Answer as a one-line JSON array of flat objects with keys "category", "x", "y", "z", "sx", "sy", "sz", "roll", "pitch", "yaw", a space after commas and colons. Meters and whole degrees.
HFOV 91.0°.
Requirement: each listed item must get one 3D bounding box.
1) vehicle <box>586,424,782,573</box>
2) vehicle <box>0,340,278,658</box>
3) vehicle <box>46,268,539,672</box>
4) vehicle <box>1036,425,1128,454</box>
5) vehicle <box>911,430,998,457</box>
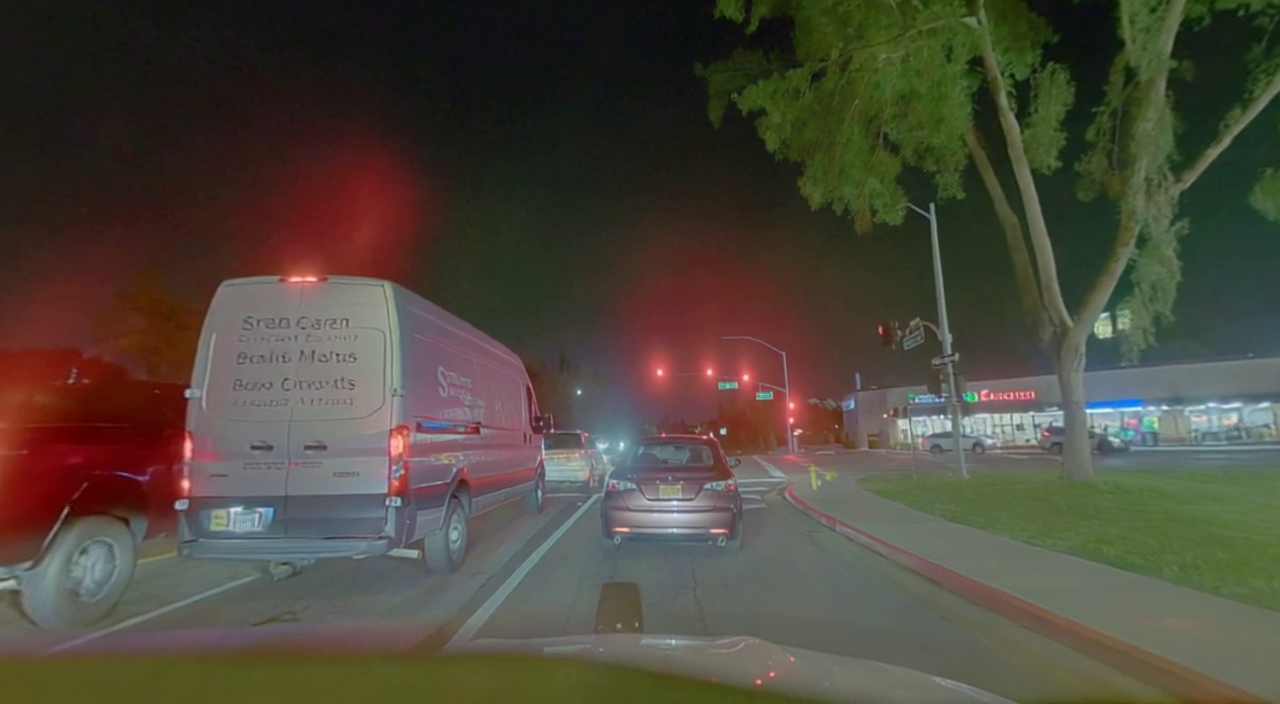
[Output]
[{"category": "vehicle", "x": 0.773, "y": 2.105, "z": 9.929, "sx": 2.398, "sy": 1.773, "sz": 4.254, "roll": -1, "pitch": -8, "yaw": 7}, {"category": "vehicle", "x": -5.925, "y": 1.217, "z": 5.518, "sx": 2.352, "sy": 2.333, "sz": 5.197, "roll": 0, "pitch": -8, "yaw": 0}, {"category": "vehicle", "x": -3.040, "y": 1.249, "z": 7.643, "sx": 2.555, "sy": 3.035, "sz": 5.702, "roll": 0, "pitch": -8, "yaw": 1}, {"category": "vehicle", "x": 32.007, "y": 6.371, "z": 45.628, "sx": 5.084, "sy": 2.041, "sz": 2.360, "roll": 1, "pitch": -9, "yaw": -8}, {"category": "vehicle", "x": 21.942, "y": 6.405, "z": 43.985, "sx": 5.021, "sy": 1.848, "sz": 2.210, "roll": 1, "pitch": -9, "yaw": -9}]
